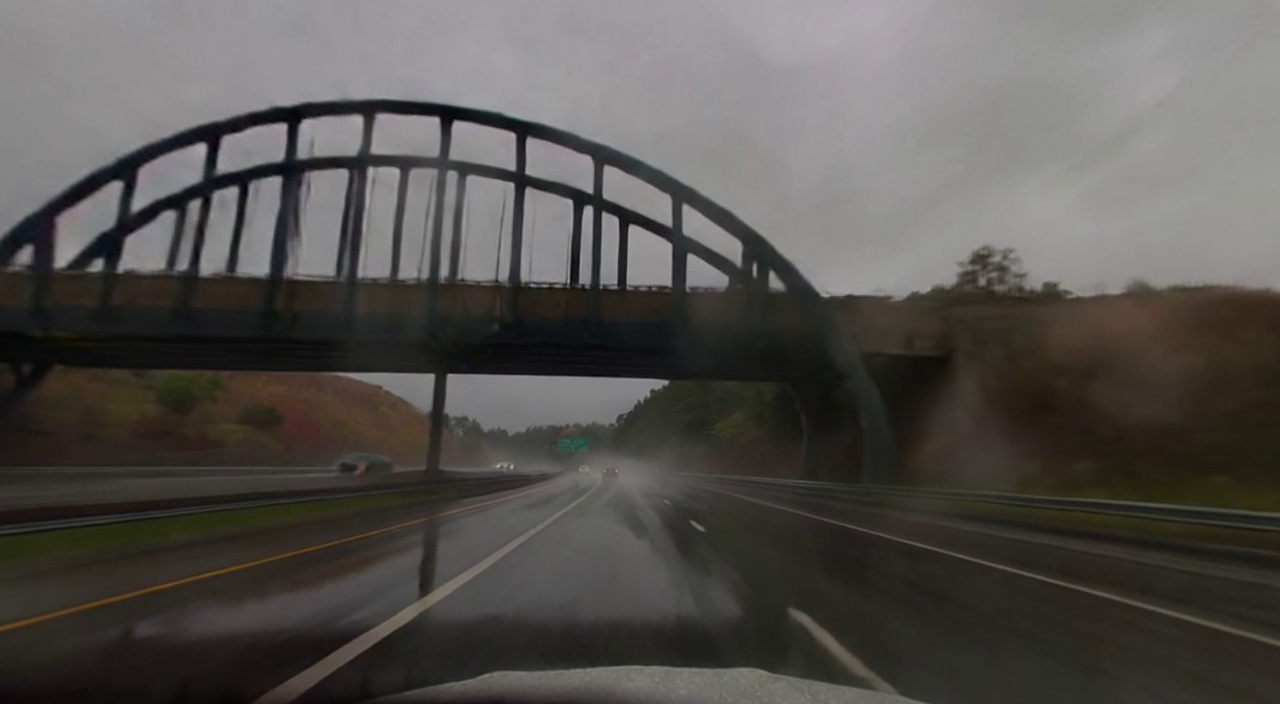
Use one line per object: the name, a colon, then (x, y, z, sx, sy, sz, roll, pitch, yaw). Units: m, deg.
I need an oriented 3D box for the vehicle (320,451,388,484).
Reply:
vehicle: (-16.375, 6.673, 36.353, 1.973, 1.717, 4.397, 1, -10, -2)
